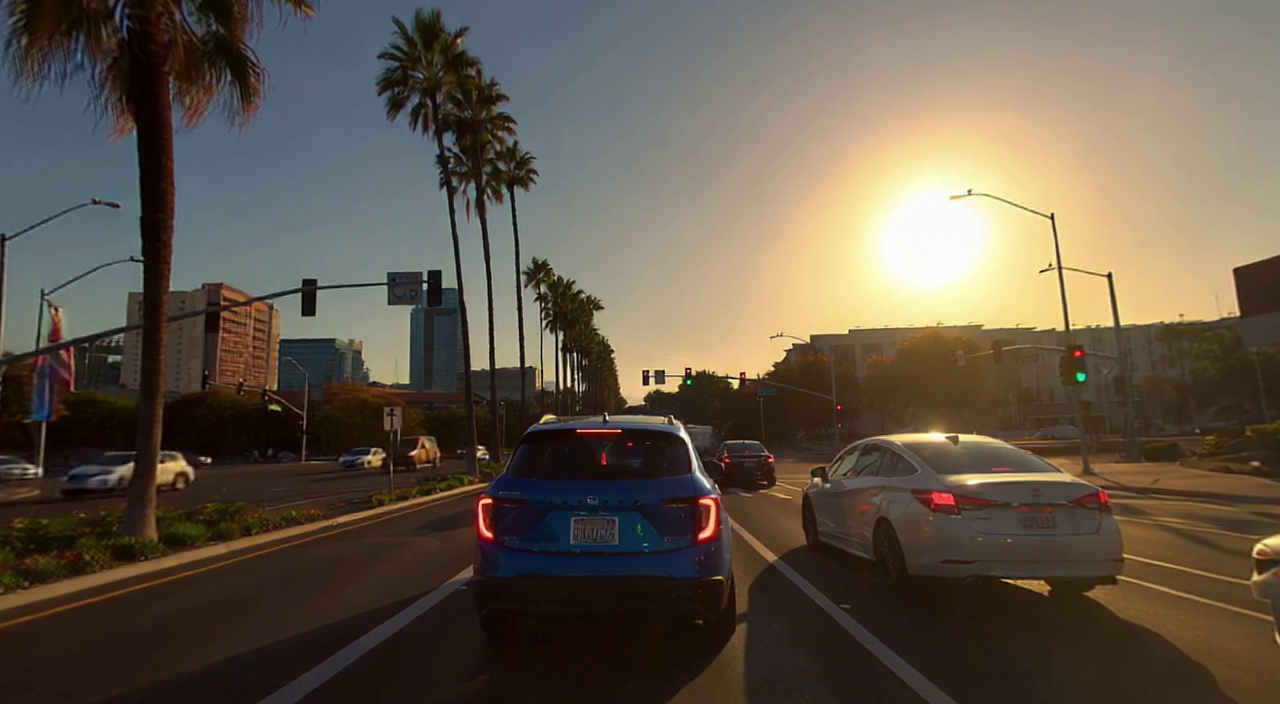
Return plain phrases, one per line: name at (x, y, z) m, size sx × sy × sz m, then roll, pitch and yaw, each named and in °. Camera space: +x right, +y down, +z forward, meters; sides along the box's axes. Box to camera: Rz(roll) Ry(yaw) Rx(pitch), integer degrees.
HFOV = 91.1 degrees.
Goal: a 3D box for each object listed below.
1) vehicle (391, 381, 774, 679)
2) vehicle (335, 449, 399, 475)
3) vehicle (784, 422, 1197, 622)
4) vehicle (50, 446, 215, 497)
vehicle at (-0.327, 1.314, 5.684) m, size 2.172 × 1.694 × 4.055 m, roll 0°, pitch -8°, yaw 0°
vehicle at (-16.798, 6.767, 38.913) m, size 1.951 × 1.500 × 4.372 m, roll 0°, pitch -9°, yaw 1°
vehicle at (3.128, 1.602, 6.974) m, size 1.971 × 1.473 × 4.495 m, roll 0°, pitch -8°, yaw 0°
vehicle at (-19.764, 4.623, 24.882) m, size 2.119 × 1.786 × 5.252 m, roll 0°, pitch -9°, yaw 0°
